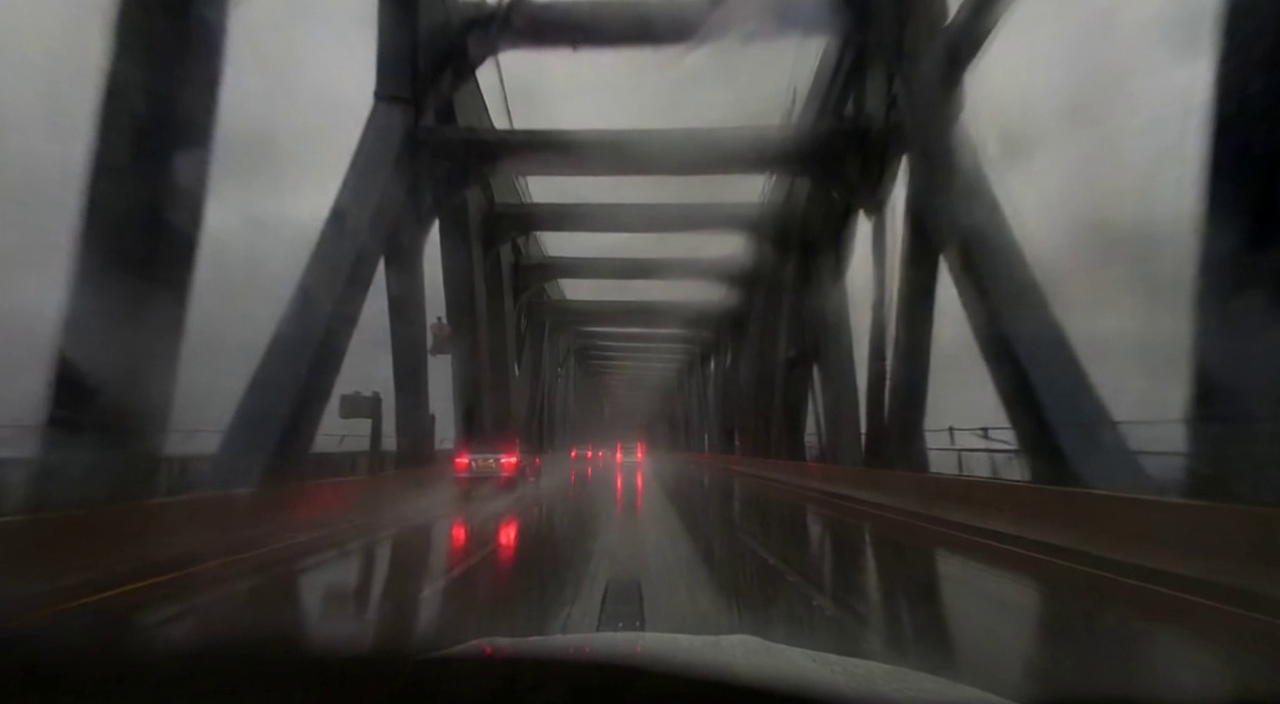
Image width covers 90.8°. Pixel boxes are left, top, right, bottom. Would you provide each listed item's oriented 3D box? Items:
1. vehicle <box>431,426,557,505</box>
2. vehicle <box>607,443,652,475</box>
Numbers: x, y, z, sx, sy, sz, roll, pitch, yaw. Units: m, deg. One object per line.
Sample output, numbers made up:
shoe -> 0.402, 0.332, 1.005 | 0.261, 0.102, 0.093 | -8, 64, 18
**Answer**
vehicle -> -3.732, 3.007, 17.168 | 2.190, 1.807, 4.741 | 0, -9, 1
vehicle -> -0.530, 5.181, 30.854 | 2.048, 1.450, 3.973 | 0, -9, -1
